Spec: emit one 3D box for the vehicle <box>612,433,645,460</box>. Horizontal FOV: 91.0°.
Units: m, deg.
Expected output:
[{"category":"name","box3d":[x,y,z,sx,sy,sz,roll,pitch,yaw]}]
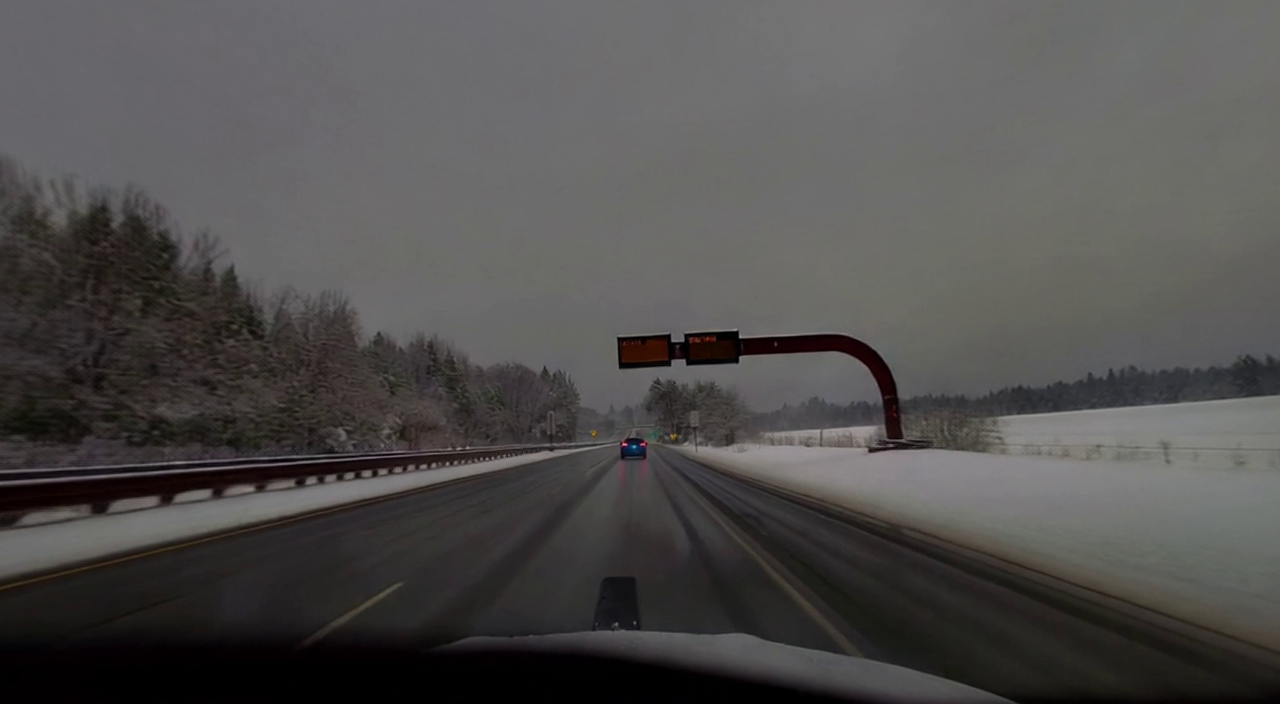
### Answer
[{"category":"vehicle","box3d":[-0.770,6.507,43.531,2.180,1.717,4.139,0,-8,-1]}]
